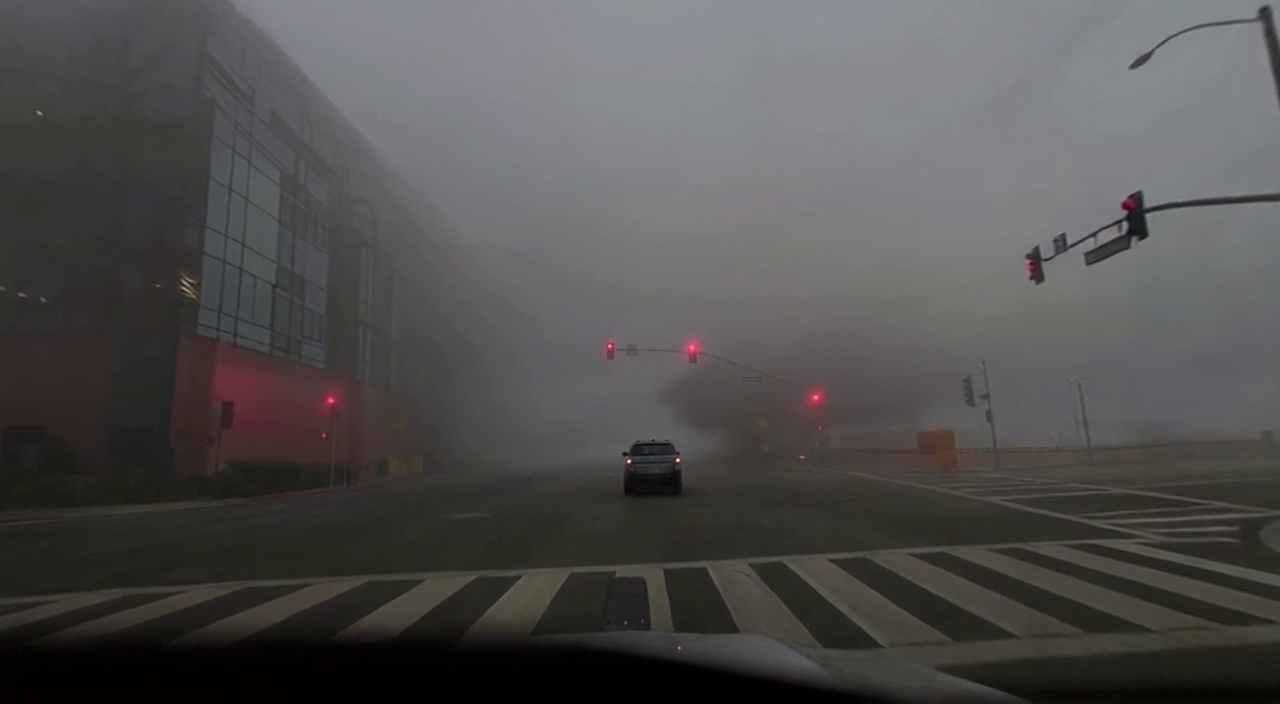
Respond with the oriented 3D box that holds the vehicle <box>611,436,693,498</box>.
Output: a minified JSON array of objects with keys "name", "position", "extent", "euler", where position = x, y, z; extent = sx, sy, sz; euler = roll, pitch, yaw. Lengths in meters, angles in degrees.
[{"name":"vehicle","position":[0.264,3.387,18.951],"extent":[2.184,1.640,4.086],"euler":[0,-8,-2]}]
